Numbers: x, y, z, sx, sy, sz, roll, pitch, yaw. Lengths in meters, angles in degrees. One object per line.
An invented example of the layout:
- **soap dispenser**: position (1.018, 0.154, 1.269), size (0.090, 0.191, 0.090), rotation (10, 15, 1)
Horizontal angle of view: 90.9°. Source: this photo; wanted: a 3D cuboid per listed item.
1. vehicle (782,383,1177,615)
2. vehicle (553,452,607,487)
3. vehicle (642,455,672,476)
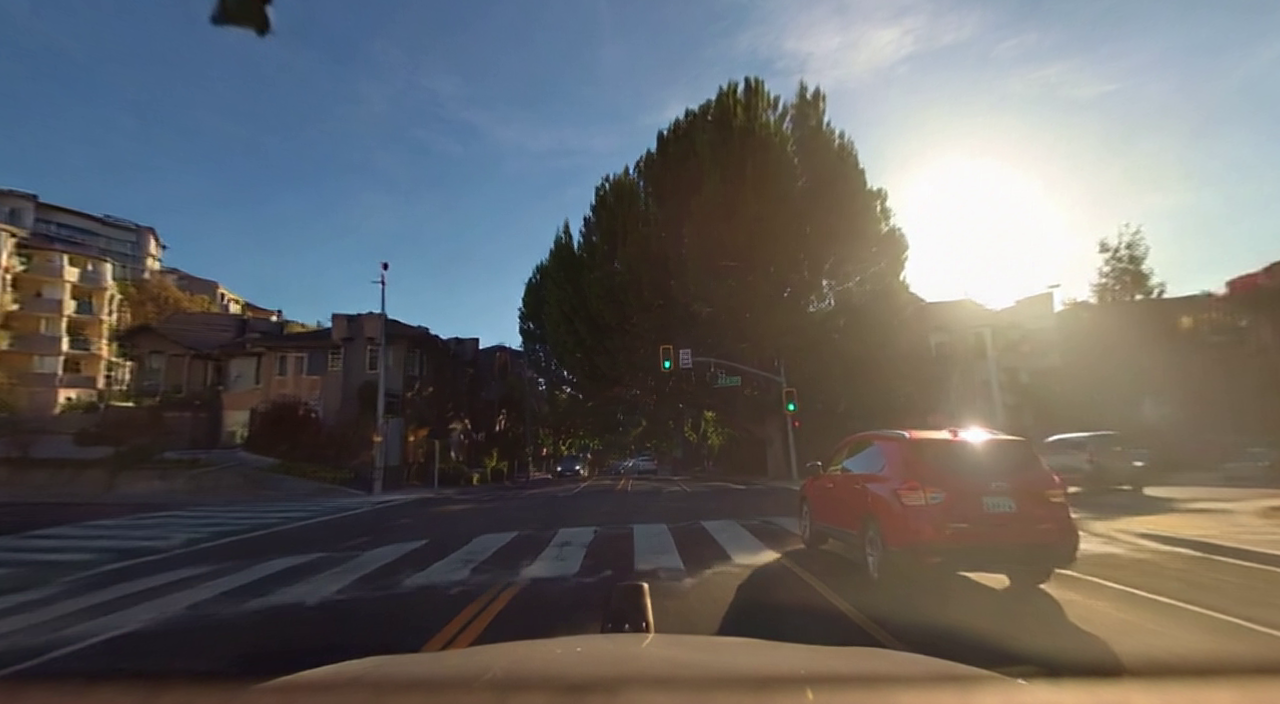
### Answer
- **vehicle**: position (3.312, 1.564, 7.635), size (2.130, 1.863, 4.844), rotation (0, -9, 1)
- **vehicle**: position (-2.787, 5.569, 30.247), size (2.170, 1.513, 4.270), rotation (0, -9, 0)
- **vehicle**: position (1.232, 8.375, 46.745), size (2.097, 1.463, 4.043), rotation (0, -9, 1)
